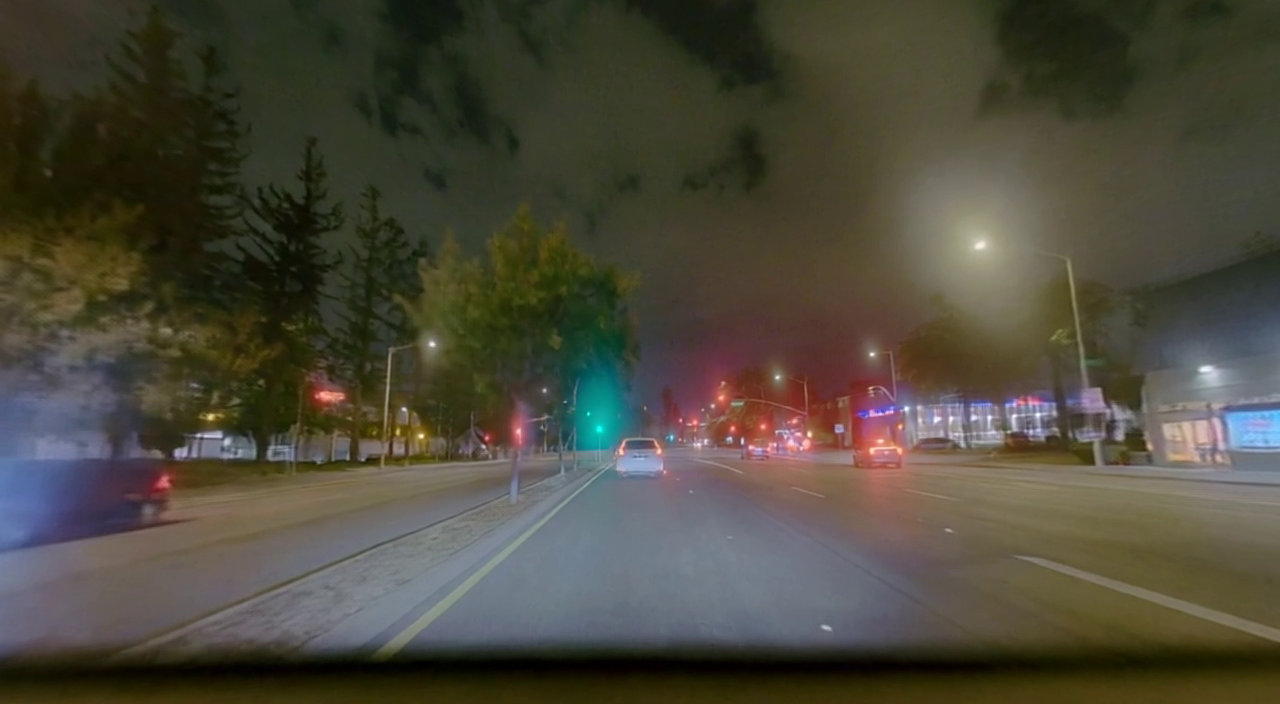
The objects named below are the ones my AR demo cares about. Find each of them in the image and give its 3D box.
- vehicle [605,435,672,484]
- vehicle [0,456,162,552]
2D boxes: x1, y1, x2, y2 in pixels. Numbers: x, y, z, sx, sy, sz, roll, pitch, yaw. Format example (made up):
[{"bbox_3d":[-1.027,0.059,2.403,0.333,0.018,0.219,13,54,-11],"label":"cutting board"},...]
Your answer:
[{"bbox_3d":[-0.074,3.636,21.622,2.064,1.477,3.968,0,-9,-1],"label":"vehicle"},{"bbox_3d":[-11.318,2.684,11.456,1.907,1.485,4.293,0,-9,0],"label":"vehicle"}]
